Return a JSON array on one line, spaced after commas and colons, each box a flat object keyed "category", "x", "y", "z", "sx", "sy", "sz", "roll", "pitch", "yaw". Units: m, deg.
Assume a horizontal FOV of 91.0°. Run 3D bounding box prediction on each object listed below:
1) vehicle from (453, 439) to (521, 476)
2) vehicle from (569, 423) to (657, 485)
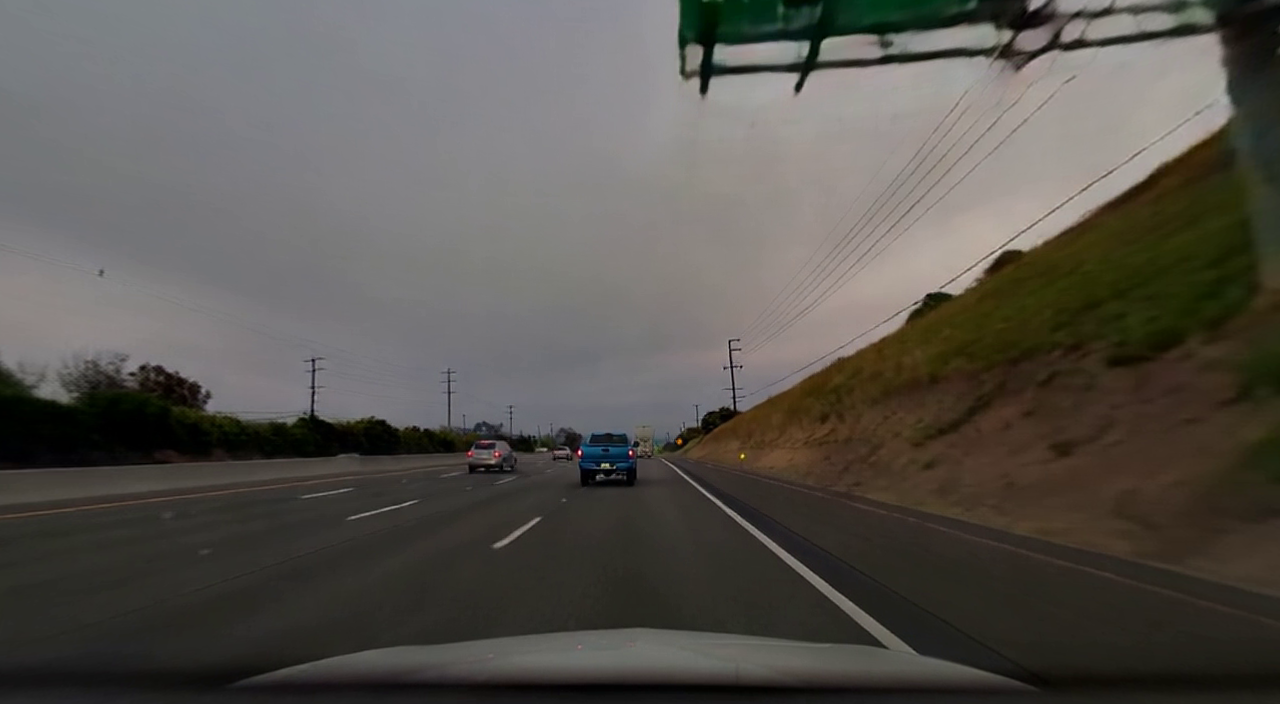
[{"category": "vehicle", "x": -7.165, "y": 4.969, "z": 29.913, "sx": 2.055, "sy": 1.618, "sz": 4.457, "roll": 0, "pitch": -9, "yaw": 1}, {"category": "vehicle", "x": -0.915, "y": 3.951, "z": 24.585, "sx": 2.972, "sy": 2.087, "sz": 6.126, "roll": 0, "pitch": -9, "yaw": 0}]
